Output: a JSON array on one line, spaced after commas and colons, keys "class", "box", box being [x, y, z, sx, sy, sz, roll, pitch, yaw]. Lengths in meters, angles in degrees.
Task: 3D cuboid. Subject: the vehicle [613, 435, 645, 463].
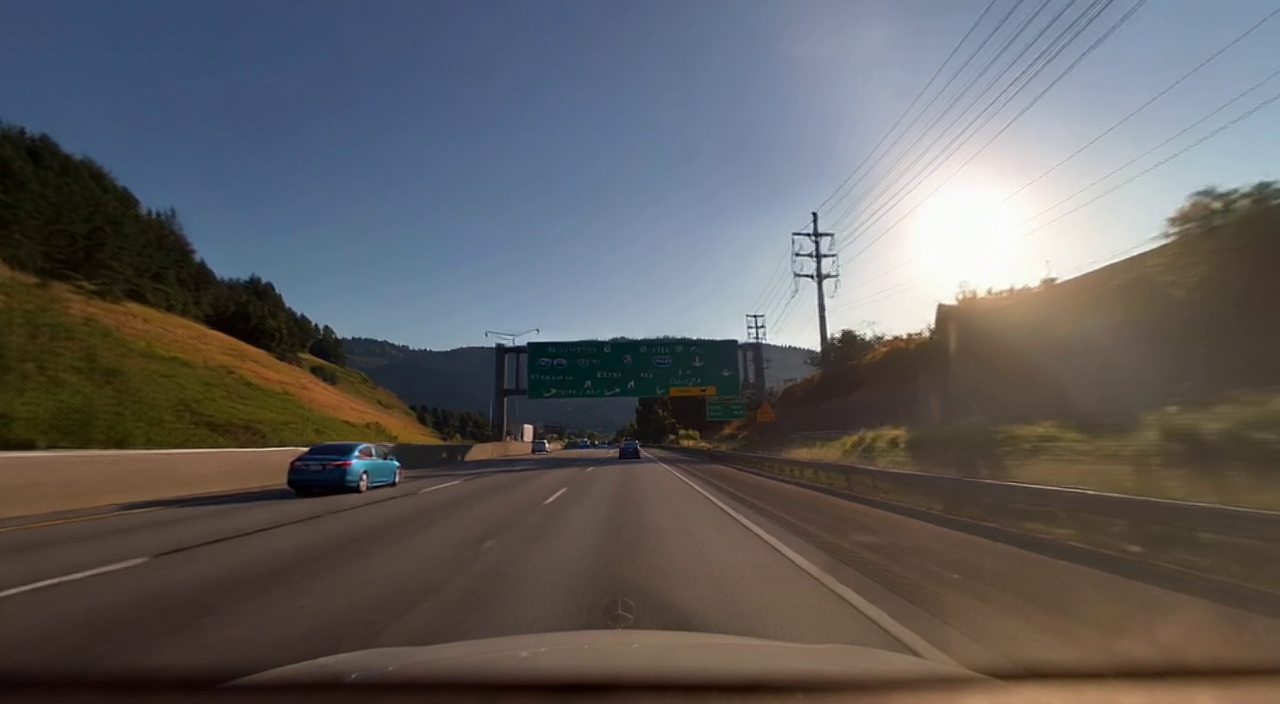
[{"class": "vehicle", "box": [-0.747, 6.386, 41.478, 2.040, 1.715, 3.906, 0, -8, -1]}]

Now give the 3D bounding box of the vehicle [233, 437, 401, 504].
[{"class": "vehicle", "box": [-7.815, 2.877, 15.823, 1.949, 1.428, 4.408, 0, -8, -1]}]
